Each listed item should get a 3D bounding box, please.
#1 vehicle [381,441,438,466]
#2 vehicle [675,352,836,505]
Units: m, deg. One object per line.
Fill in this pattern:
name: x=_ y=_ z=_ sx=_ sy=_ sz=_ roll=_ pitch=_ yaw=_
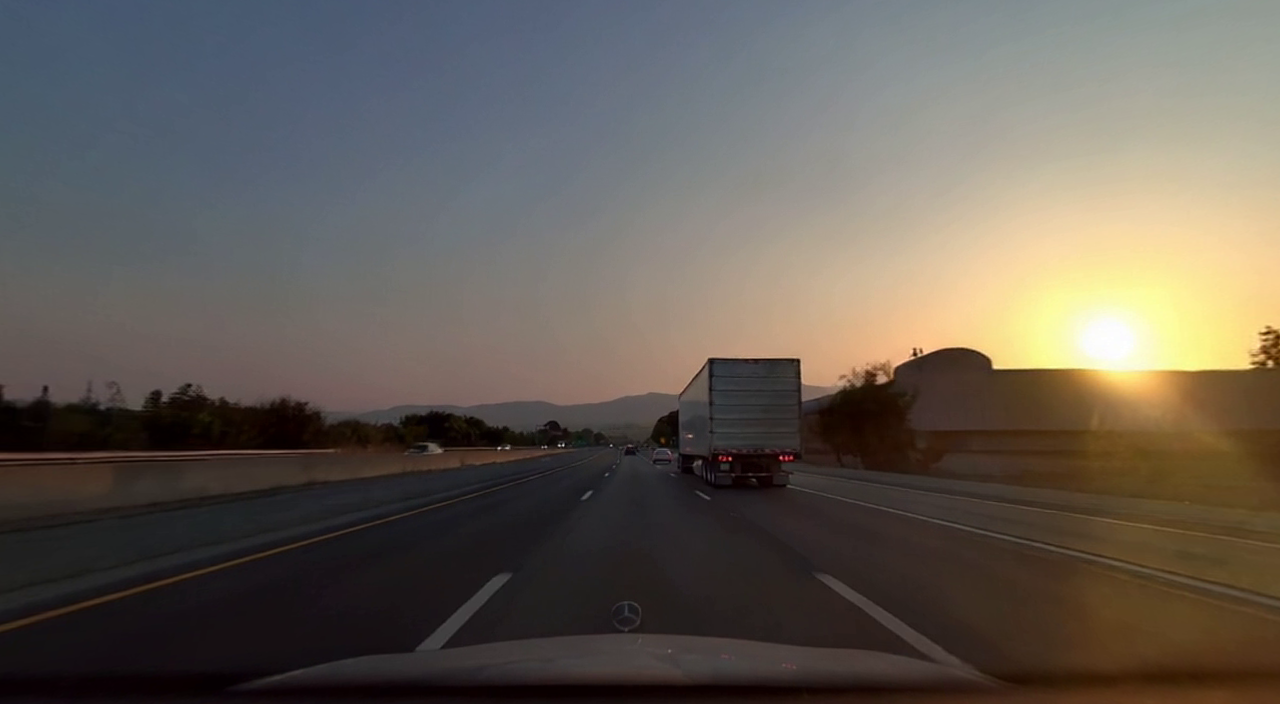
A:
vehicle: x=-15.341 y=6.807 z=42.316 sx=1.992 sy=1.520 sz=4.889 roll=0 pitch=-9 yaw=0
vehicle: x=3.593 y=3.329 z=25.514 sx=3.462 sy=4.177 sz=16.311 roll=0 pitch=-9 yaw=0
